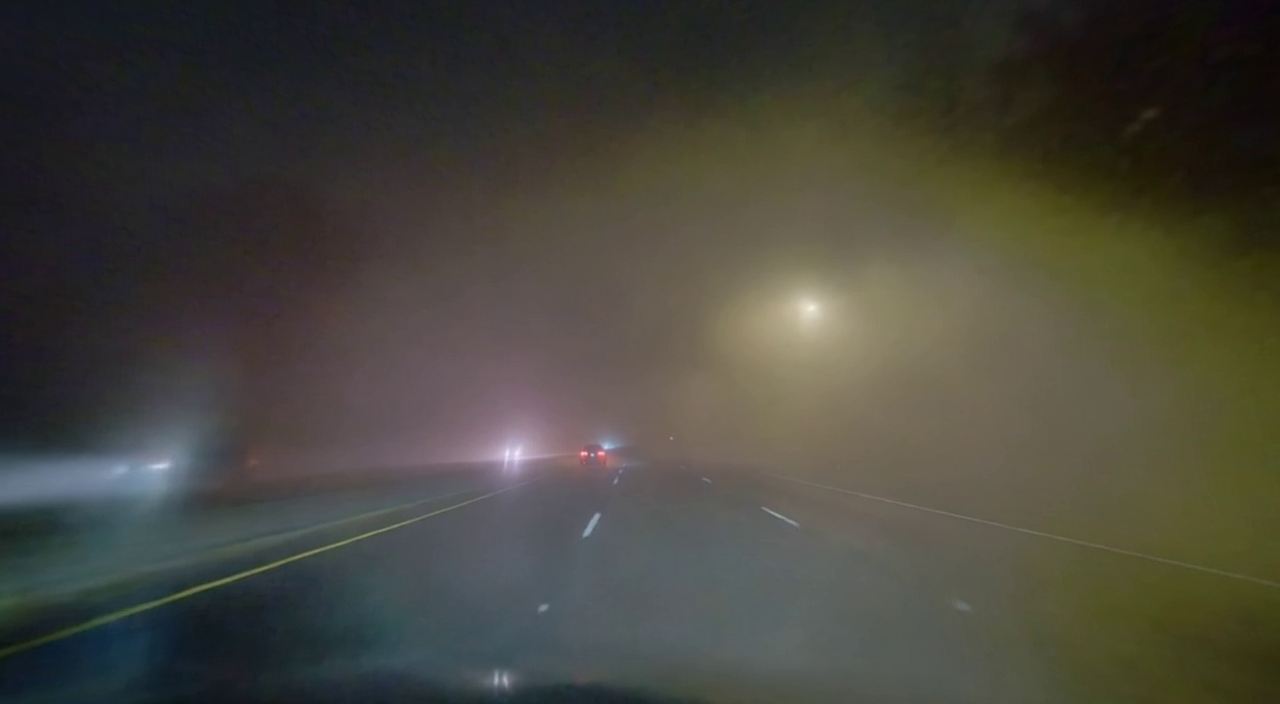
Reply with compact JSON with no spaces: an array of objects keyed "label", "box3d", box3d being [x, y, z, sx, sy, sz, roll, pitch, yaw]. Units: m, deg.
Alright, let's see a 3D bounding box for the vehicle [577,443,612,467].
[{"label":"vehicle","box3d":[-2.882,6.640,40.841,1.991,1.475,4.302,0,-8,0]}]
